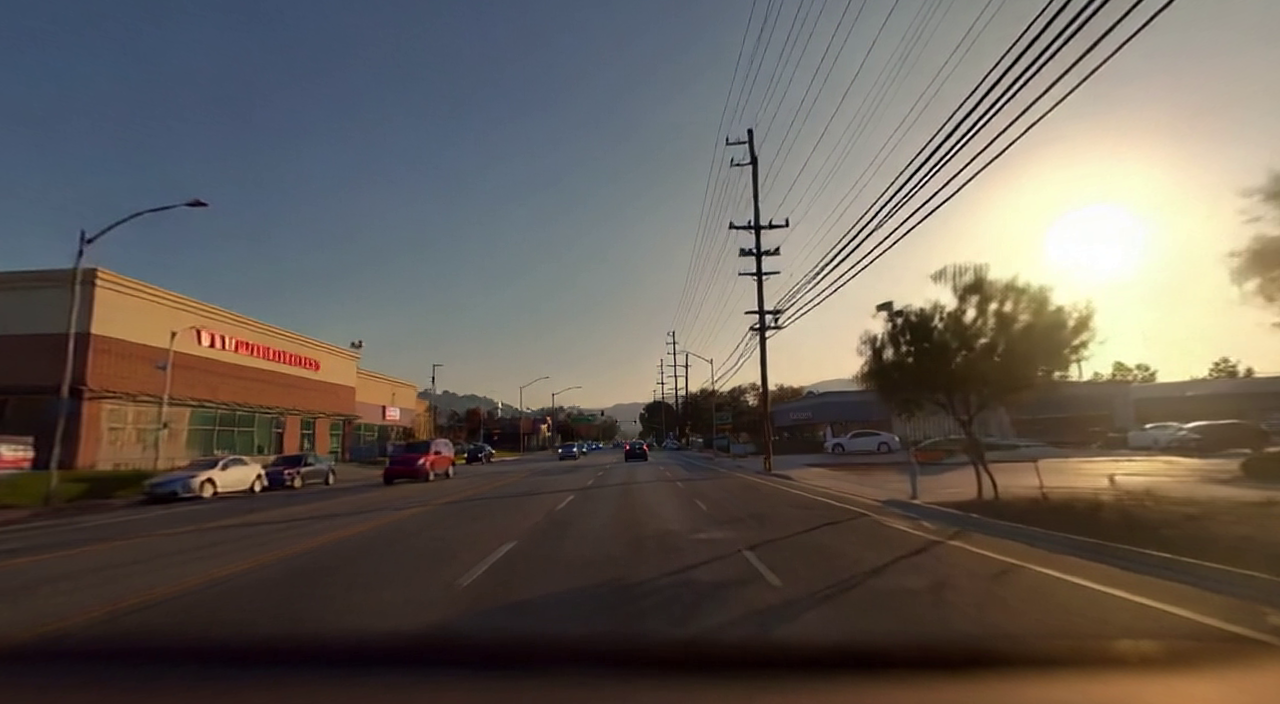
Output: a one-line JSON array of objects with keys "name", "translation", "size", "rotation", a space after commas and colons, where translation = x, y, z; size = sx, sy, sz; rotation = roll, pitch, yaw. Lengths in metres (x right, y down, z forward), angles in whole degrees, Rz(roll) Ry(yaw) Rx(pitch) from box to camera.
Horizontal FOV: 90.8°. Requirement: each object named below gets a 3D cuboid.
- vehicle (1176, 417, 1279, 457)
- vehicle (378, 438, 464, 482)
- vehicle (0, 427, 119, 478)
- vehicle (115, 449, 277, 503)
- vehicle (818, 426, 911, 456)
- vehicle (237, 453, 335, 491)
[{"name": "vehicle", "translation": [31.729, 4.439, 33.197], "size": [4.895, 1.884, 2.320], "rotation": [-1, -5, 1]}, {"name": "vehicle", "translation": [-9.343, 4.619, 27.440], "size": [1.940, 1.698, 5.028], "rotation": [0, -8, 0]}, {"name": "vehicle", "translation": [-23.939, 3.868, 24.517], "size": [5.233, 1.880, 2.362], "rotation": [4, -8, -28]}, {"name": "vehicle", "translation": [-14.833, 4.118, 21.560], "size": [1.954, 1.519, 5.051], "rotation": [-1, -8, -1]}, {"name": "vehicle", "translation": [13.514, 5.373, 38.208], "size": [4.836, 1.750, 2.079], "rotation": [0, -7, -1]}, {"name": "vehicle", "translation": [-14.867, 5.012, 26.816], "size": [1.753, 1.401, 4.223], "rotation": [0, -8, -1]}]
